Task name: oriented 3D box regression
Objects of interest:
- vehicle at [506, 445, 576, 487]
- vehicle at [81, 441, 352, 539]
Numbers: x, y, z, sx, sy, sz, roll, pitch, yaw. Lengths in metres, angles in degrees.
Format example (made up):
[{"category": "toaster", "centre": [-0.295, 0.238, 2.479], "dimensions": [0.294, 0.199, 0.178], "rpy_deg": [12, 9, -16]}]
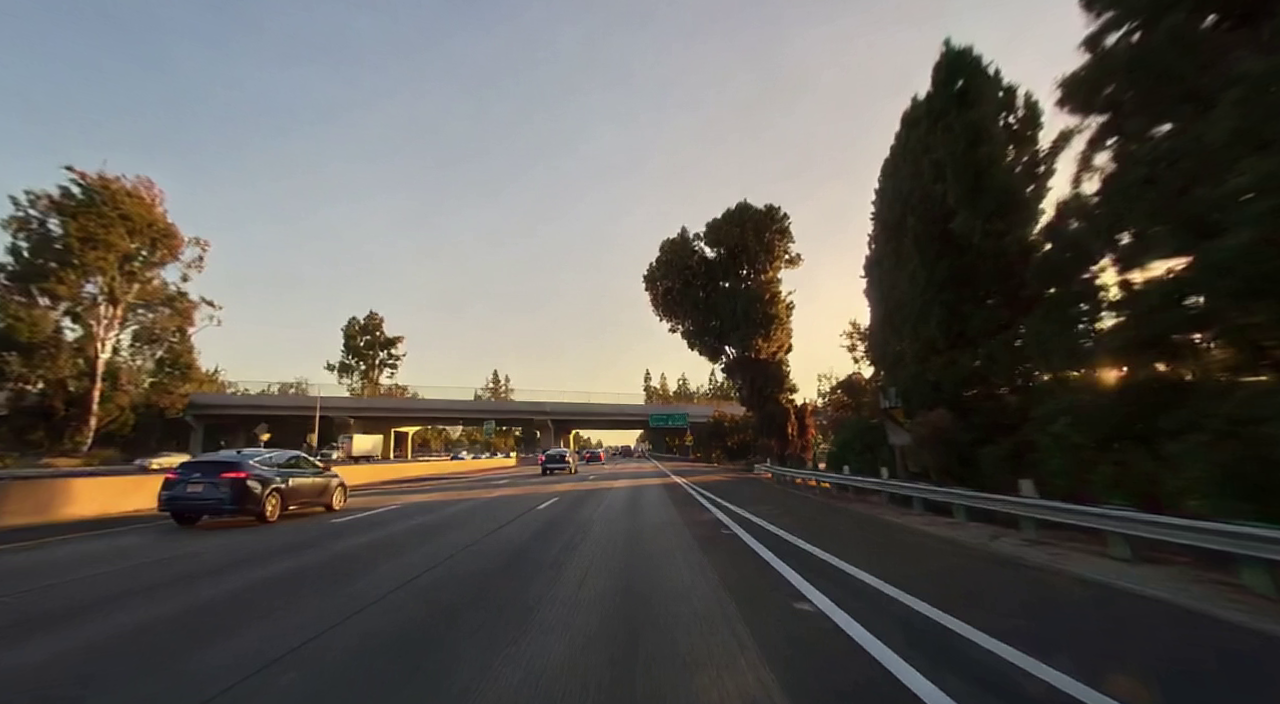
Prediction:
[{"category": "vehicle", "centre": [-4.062, 4.772, 26.672], "dimensions": [2.102, 1.571, 4.666], "rpy_deg": [0, -9, 1]}, {"category": "vehicle", "centre": [-7.691, 2.513, 12.201], "dimensions": [2.002, 1.507, 4.631], "rpy_deg": [0, -9, 0]}]
